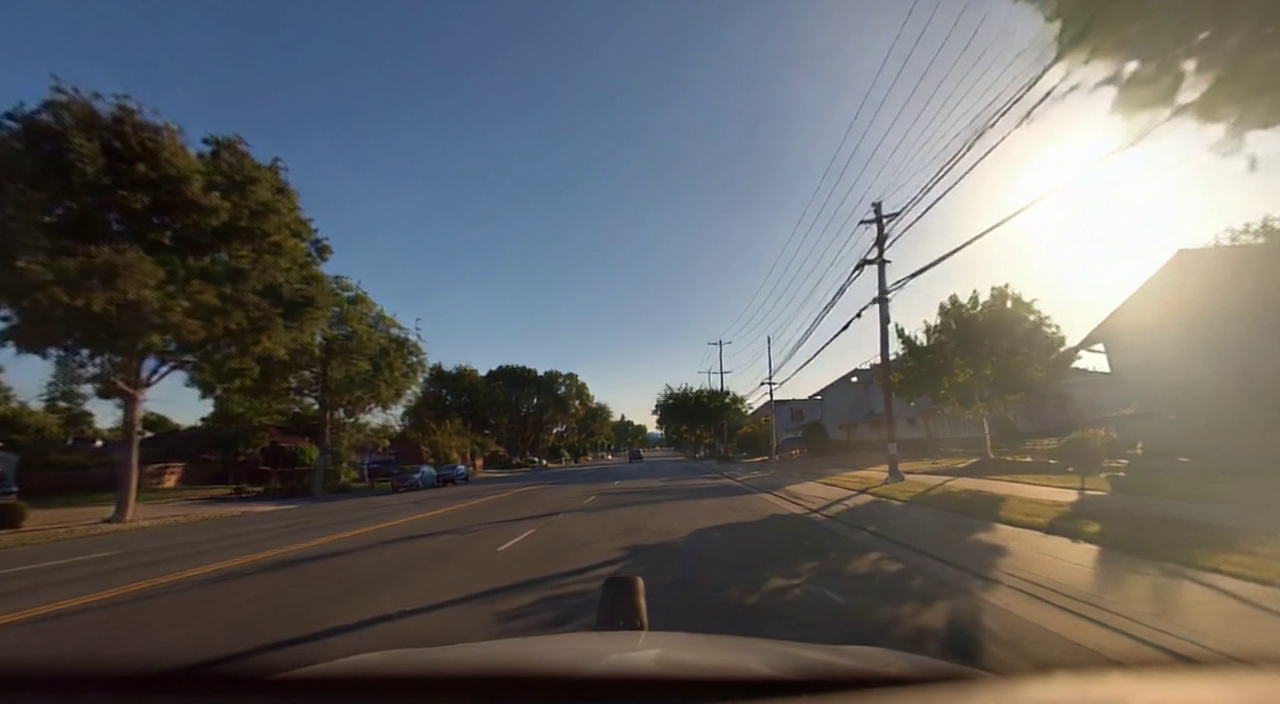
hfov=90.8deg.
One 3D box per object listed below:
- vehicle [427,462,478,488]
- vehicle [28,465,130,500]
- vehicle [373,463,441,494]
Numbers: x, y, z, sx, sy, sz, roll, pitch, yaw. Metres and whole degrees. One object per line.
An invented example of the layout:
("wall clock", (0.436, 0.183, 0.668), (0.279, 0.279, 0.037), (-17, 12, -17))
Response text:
("vehicle", (-12.551, 8.222, 42.511), (1.863, 1.481, 4.363), (-3, -9, 4))
("vehicle", (-26.933, 6.229, 30.552), (1.769, 1.414, 4.434), (2, -9, -14))
("vehicle", (-13.013, 7.082, 35.518), (1.936, 1.489, 4.311), (-1, -9, 4))
